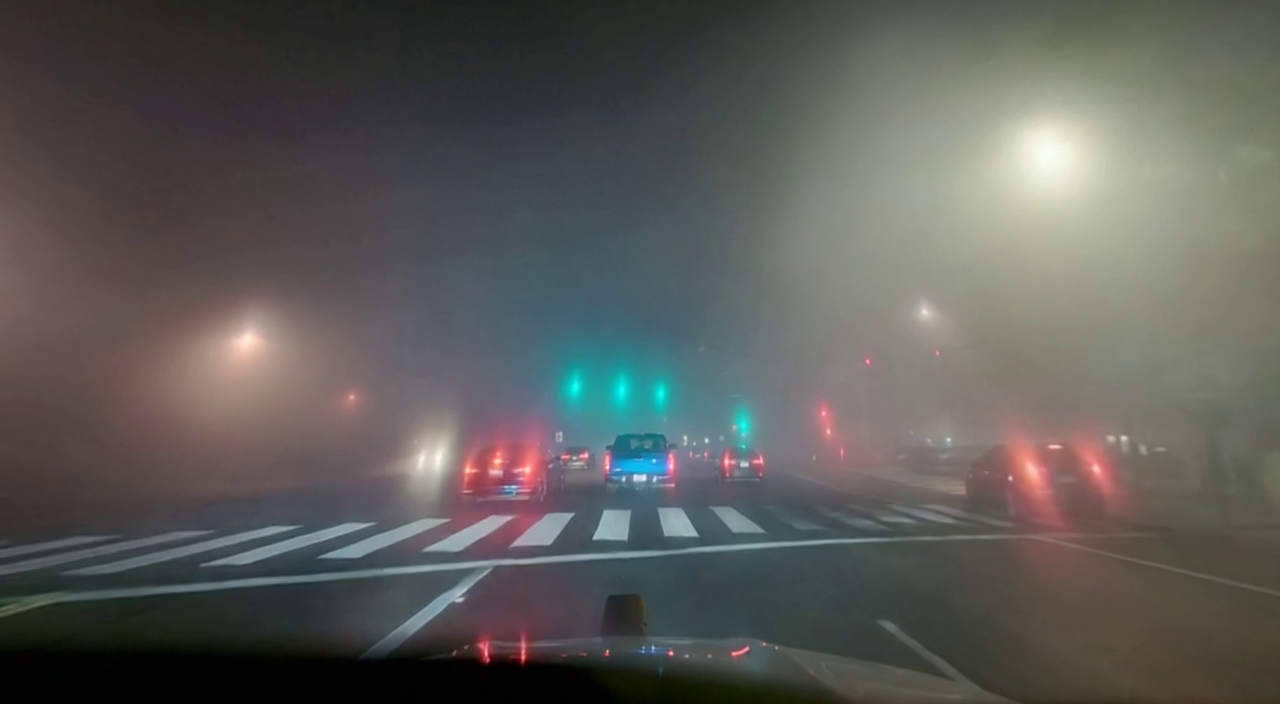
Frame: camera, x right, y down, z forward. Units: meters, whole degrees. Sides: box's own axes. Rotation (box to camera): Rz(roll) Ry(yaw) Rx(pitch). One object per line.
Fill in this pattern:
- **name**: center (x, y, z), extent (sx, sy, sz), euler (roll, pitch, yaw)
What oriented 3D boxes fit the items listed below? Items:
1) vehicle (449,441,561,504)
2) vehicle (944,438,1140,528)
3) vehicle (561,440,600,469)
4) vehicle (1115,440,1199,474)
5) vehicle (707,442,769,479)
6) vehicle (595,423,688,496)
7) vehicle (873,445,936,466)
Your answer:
- **vehicle**: center (-3.474, 3.168, 17.142), extent (1.986, 1.465, 4.509), euler (0, -8, 1)
- **vehicle**: center (9.386, 3.027, 15.301), extent (2.126, 1.820, 4.521), euler (-1, -8, 6)
- **vehicle**: center (-3.647, 6.415, 39.550), extent (2.018, 1.700, 4.142), euler (0, -8, 0)
- **vehicle**: center (31.709, 6.402, 38.610), extent (5.227, 1.935, 2.289), euler (5, -10, -32)
- **vehicle**: center (4.245, 4.774, 28.053), extent (1.968, 1.472, 4.456), euler (0, -8, -1)
- **vehicle**: center (0.038, 3.265, 19.447), extent (2.493, 1.934, 4.957), euler (0, -8, 0)
- **vehicle**: center (19.902, 7.731, 47.393), extent (4.417, 1.492, 1.943), euler (4, -9, -27)
